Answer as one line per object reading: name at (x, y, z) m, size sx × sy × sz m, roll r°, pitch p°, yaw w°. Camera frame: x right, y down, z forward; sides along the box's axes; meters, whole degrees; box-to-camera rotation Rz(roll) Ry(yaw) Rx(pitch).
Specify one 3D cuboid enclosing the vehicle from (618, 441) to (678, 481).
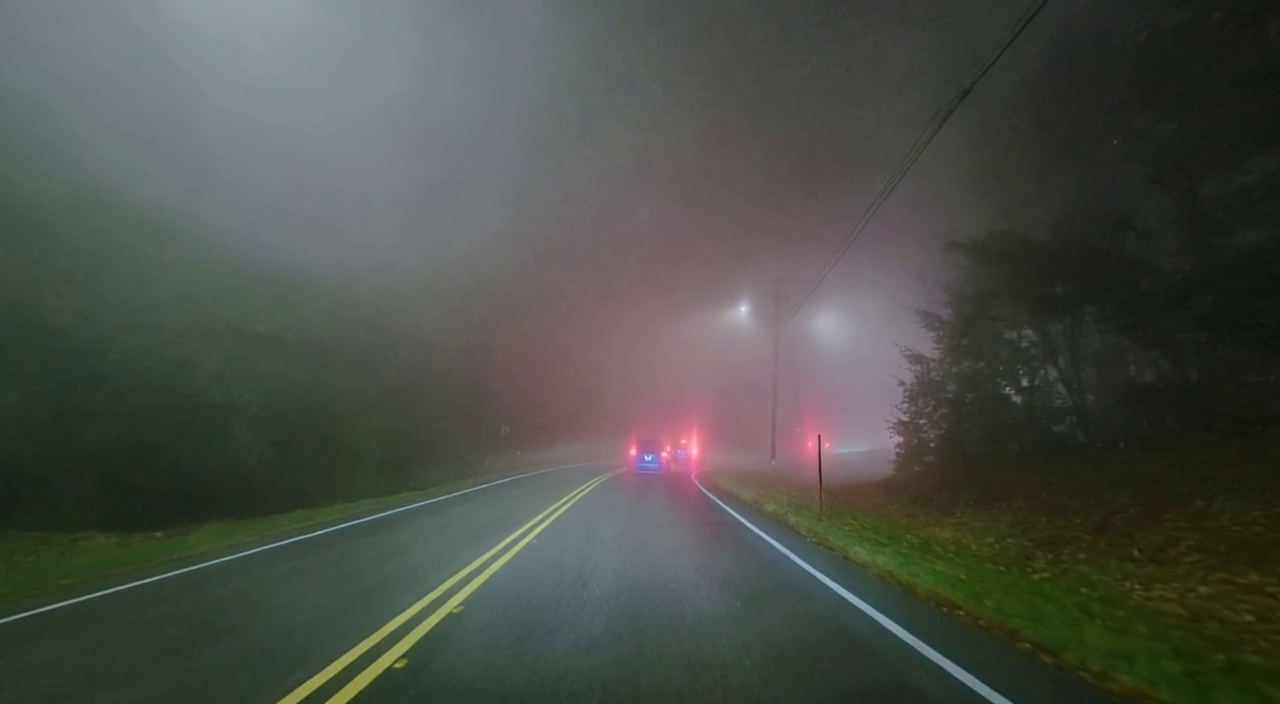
vehicle at (0.434, 4.569, 26.765) m, size 2.157 × 1.565 × 4.243 m, roll -1°, pitch -8°, yaw 5°

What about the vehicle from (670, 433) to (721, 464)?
vehicle at (4.202, 7.136, 46.665) m, size 2.376 × 2.145 × 5.953 m, roll -3°, pitch -9°, yaw 19°
